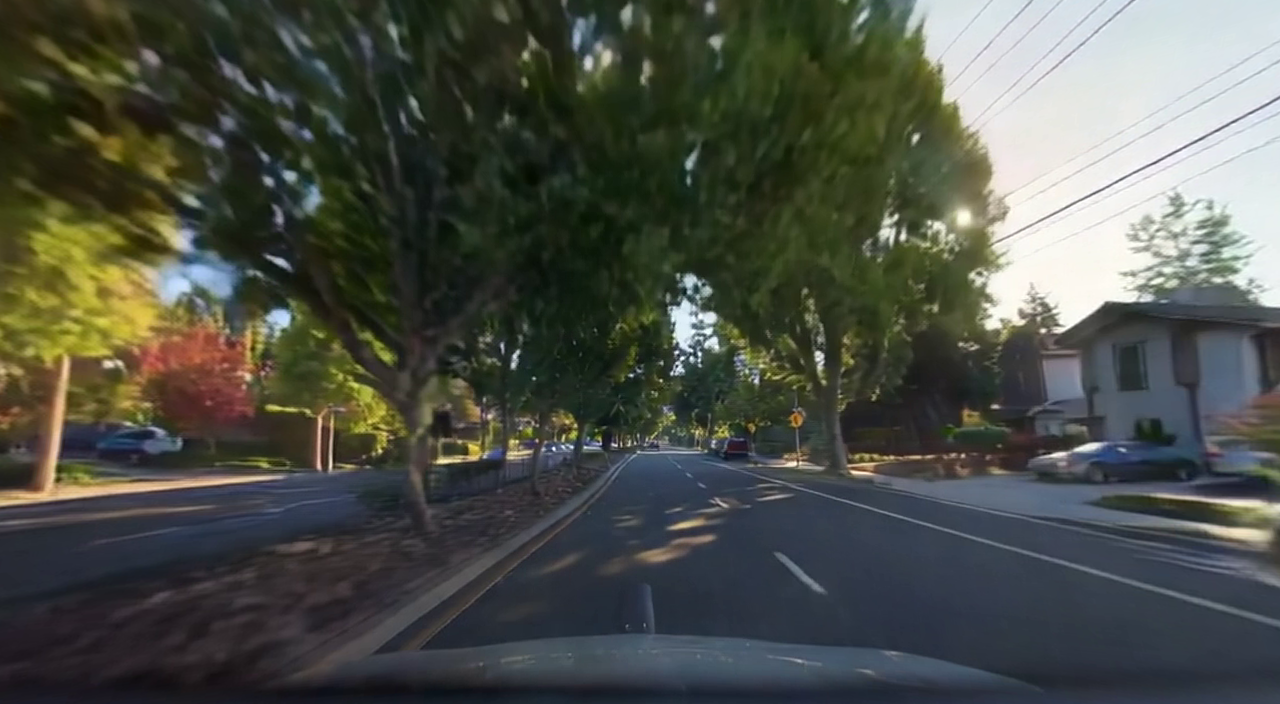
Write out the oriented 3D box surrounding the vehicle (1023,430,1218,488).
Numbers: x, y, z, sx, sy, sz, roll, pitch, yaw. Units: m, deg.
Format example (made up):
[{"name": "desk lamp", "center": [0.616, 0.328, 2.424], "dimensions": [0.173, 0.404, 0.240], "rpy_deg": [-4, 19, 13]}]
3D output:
[{"name": "vehicle", "center": [14.891, 3.333, 19.723], "dimensions": [4.511, 1.661, 1.934], "rpy_deg": [1, -8, -2]}]
